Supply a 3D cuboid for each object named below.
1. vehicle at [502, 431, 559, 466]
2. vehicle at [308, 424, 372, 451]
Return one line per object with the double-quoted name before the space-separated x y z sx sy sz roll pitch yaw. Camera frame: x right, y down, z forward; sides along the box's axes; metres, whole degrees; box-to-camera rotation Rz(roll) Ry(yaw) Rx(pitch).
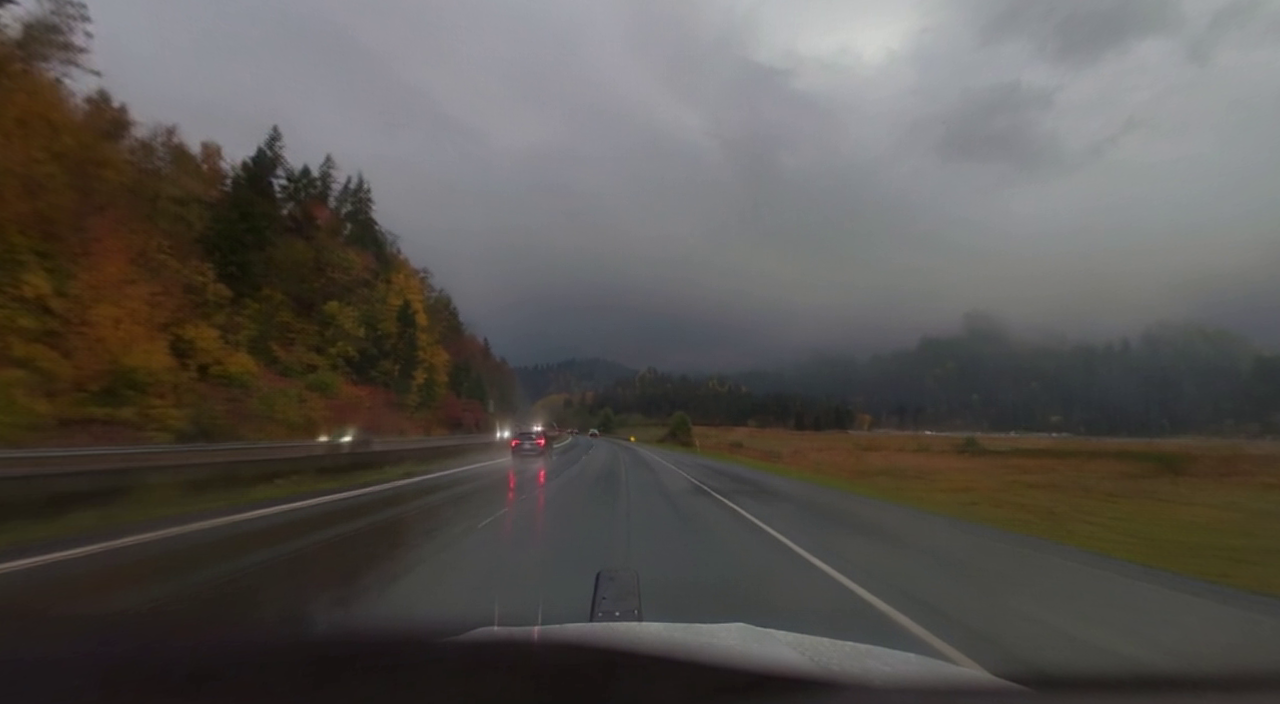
"vehicle" -5.176 4.628 30.345 2.073 1.559 4.393 0 -8 -1
"vehicle" -18.008 5.161 37.972 1.900 1.517 4.102 0 -8 -1
